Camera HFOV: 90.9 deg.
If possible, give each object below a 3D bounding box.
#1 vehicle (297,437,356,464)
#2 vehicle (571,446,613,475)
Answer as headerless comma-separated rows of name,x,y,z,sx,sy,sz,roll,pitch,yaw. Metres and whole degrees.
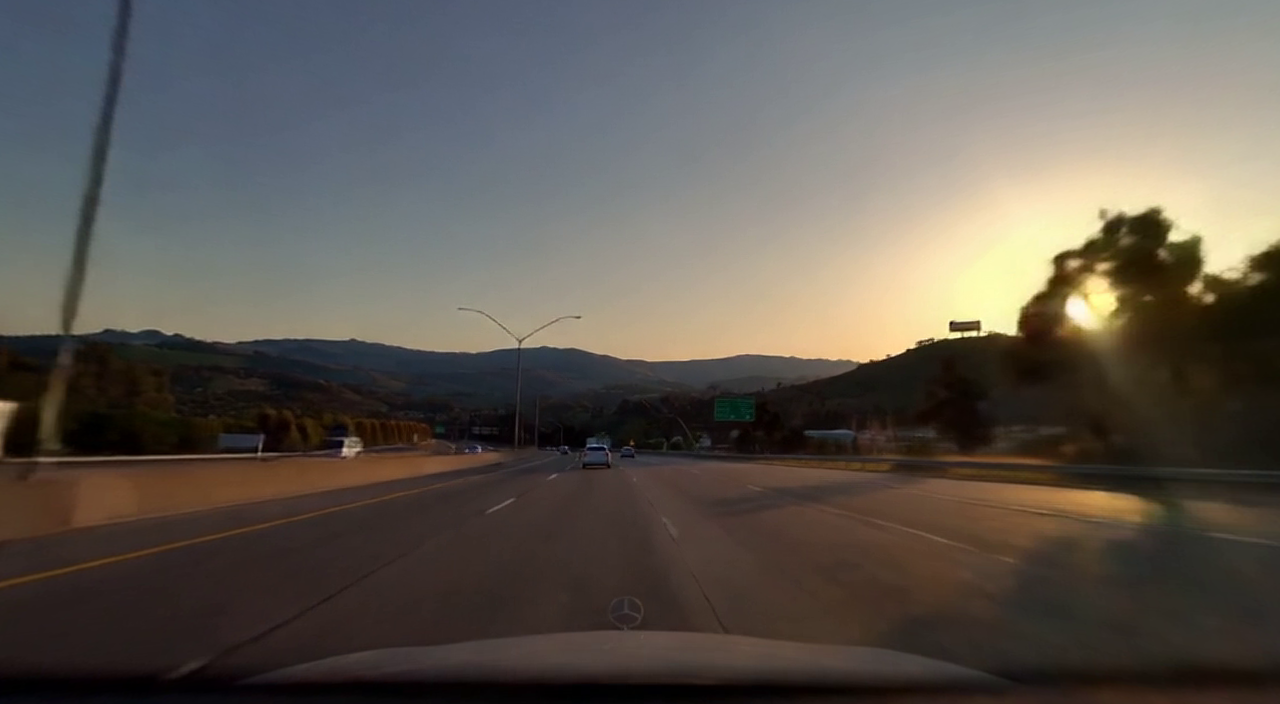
vehicle,-23.564,7.436,47.657,2.112,1.852,4.999,0,-9,-3
vehicle,-2.621,5.981,35.048,2.193,1.497,4.337,0,-9,-3
